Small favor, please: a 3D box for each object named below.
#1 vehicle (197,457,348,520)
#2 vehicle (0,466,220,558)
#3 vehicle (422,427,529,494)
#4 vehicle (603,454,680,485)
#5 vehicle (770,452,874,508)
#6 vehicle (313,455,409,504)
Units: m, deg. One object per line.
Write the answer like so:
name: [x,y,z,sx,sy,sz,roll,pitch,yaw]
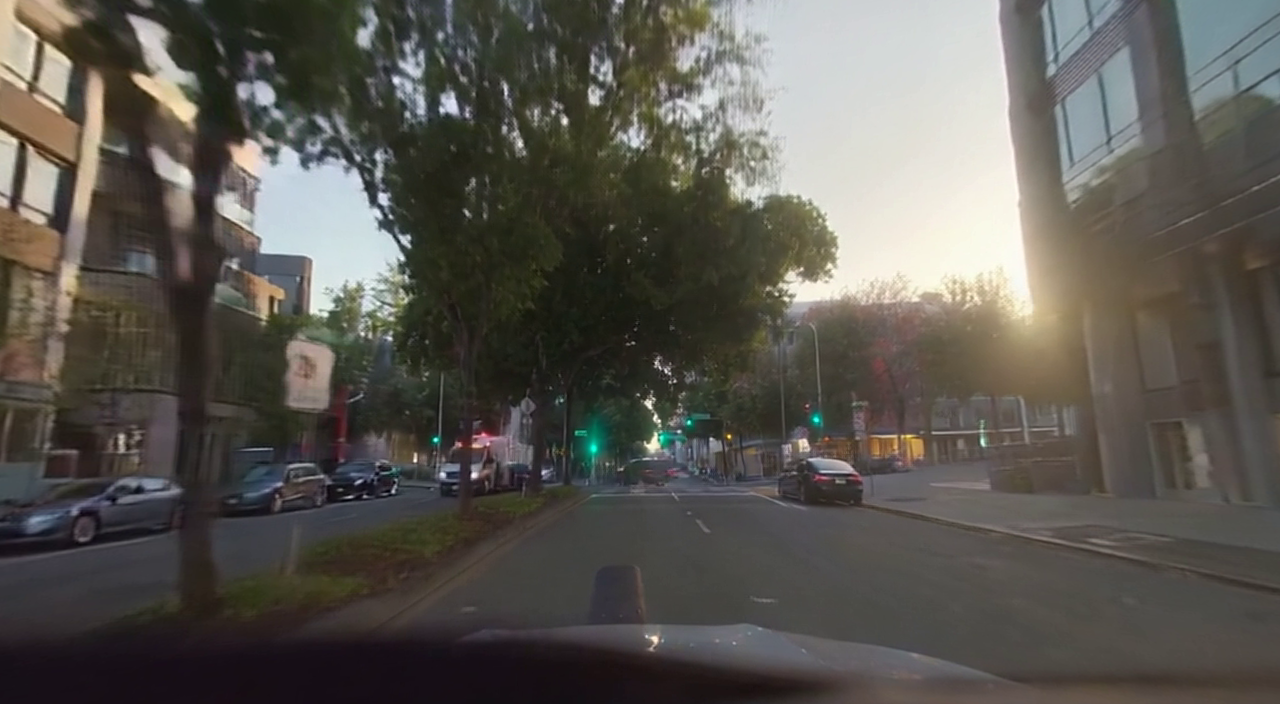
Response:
vehicle: [-11.245,4.171,19.831,1.968,1.608,4.609,0,-8,0]
vehicle: [-11.281,3.198,13.259,1.809,1.429,4.463,0,-8,1]
vehicle: [-7.849,5.274,31.221,2.591,2.910,6.652,-1,-9,9]
vehicle: [0.080,7.777,42.094,4.742,1.906,1.933,2,-9,-16]
vehicle: [5.625,3.980,20.168,1.888,1.536,4.381,0,-8,-2]
vehicle: [-11.204,5.120,25.750,1.908,1.721,4.285,0,-8,0]
